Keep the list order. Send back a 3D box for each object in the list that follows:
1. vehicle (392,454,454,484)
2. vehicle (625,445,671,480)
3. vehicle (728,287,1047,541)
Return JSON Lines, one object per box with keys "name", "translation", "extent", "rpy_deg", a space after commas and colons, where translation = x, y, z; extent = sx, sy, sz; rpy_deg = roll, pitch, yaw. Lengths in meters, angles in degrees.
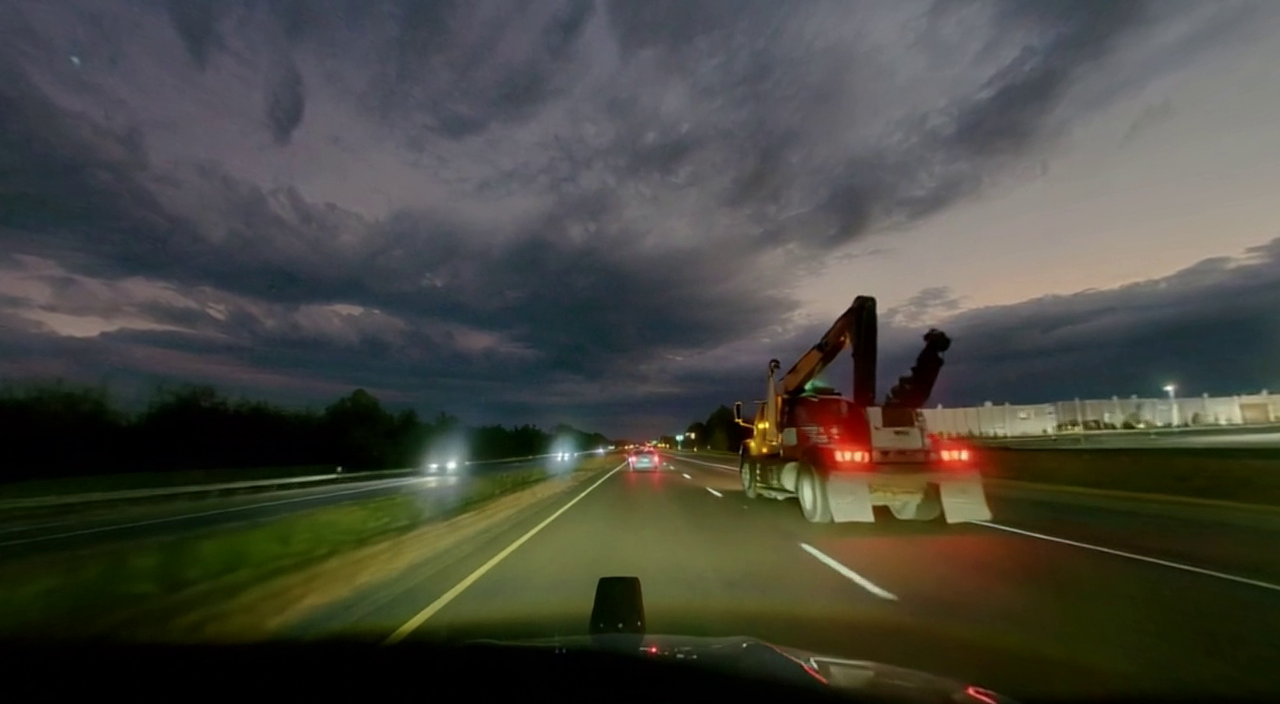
{"name": "vehicle", "translation": [-12.125, 6.547, 35.535], "extent": [1.927, 1.493, 4.426], "rpy_deg": [0, -9, 0]}
{"name": "vehicle", "translation": [0.368, 5.197, 29.886], "extent": [2.045, 1.527, 4.023], "rpy_deg": [0, -9, 0]}
{"name": "vehicle", "translation": [3.996, 1.447, 12.926], "extent": [3.089, 3.568, 8.101], "rpy_deg": [0, -9, -1]}
